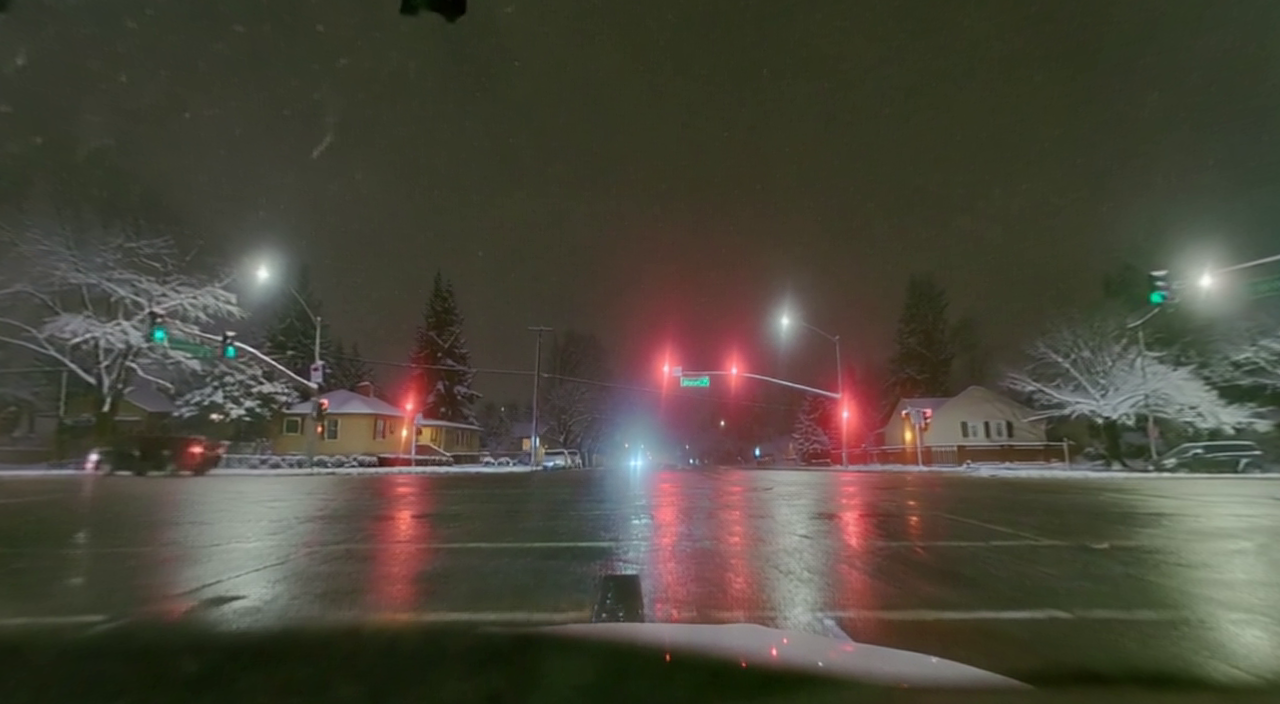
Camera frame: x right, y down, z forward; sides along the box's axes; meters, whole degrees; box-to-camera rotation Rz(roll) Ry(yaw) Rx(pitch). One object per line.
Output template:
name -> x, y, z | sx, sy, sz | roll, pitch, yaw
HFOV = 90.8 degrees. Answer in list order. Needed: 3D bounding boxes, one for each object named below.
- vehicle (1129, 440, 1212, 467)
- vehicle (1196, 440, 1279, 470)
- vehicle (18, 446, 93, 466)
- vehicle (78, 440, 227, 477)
vehicle -> 36.888, 7.067, 44.114 | 1.853, 1.723, 4.460 | 0, -8, 0
vehicle -> 37.684, 6.347, 39.137 | 1.915, 1.773, 4.499 | 1, -9, -9
vehicle -> -44.173, 7.876, 47.782 | 3.949, 1.422, 1.744 | -1, -8, 2
vehicle -> -19.911, 4.361, 25.965 | 4.560, 1.463, 1.858 | 0, -9, 1
